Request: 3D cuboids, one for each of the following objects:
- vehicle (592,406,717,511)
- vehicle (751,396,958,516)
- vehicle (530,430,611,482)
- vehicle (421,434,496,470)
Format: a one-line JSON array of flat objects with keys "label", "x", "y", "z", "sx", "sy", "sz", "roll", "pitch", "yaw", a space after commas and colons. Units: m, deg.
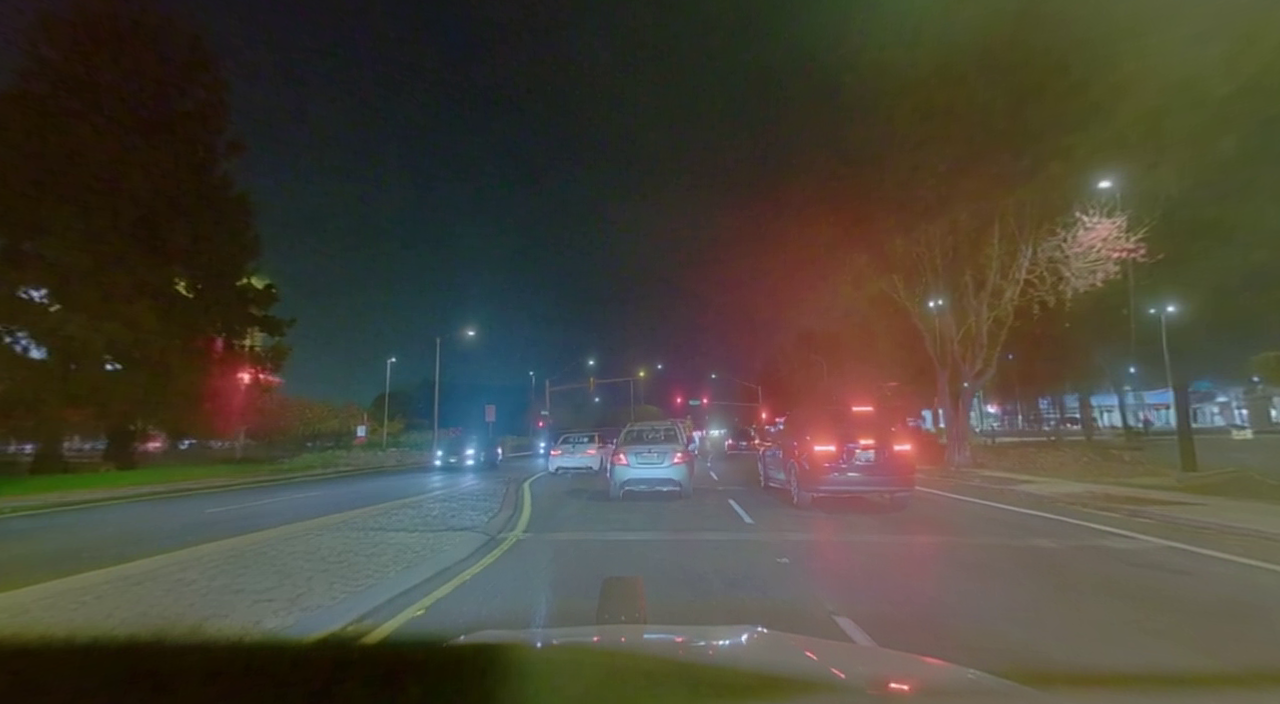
[{"label": "vehicle", "x": 0.341, "y": 2.113, "z": 12.750, "sx": 2.113, "sy": 1.768, "sz": 3.901, "roll": 0, "pitch": -9, "yaw": 3}, {"label": "vehicle", "x": 3.862, "y": 2.064, "z": 12.871, "sx": 2.317, "sy": 1.857, "sz": 5.940, "roll": 0, "pitch": -9, "yaw": 2}, {"label": "vehicle", "x": -2.157, "y": 3.347, "z": 20.705, "sx": 2.023, "sy": 1.494, "sz": 4.259, "roll": -2, "pitch": -8, "yaw": 2}, {"label": "vehicle", "x": -8.205, "y": 4.576, "z": 28.935, "sx": 1.868, "sy": 1.496, "sz": 4.219, "roll": -1, "pitch": -9, "yaw": 4}]
